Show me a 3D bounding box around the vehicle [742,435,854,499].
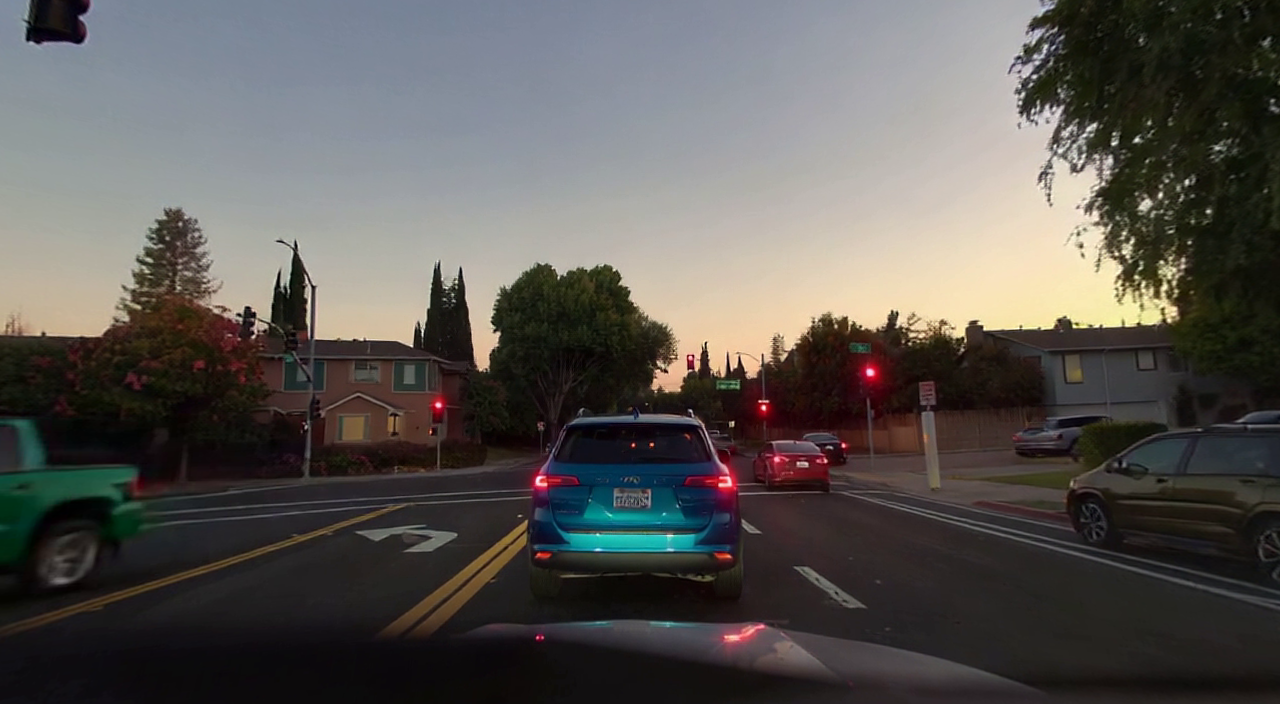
[{"bbox_3d":[4.220,3.145,17.729,2.077,1.527,4.755,0,-8,2],"label":"vehicle"}]

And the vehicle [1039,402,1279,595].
[{"bbox_3d":[7.016,1.537,7.045,1.989,1.791,4.735,0,-8,0],"label":"vehicle"}]

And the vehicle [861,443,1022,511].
[{"bbox_3d":[7.275,3.014,15.821,1.860,1.436,4.479,0,-8,0],"label":"vehicle"}]

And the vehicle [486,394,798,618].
[{"bbox_3d":[0.044,1.477,6.979,2.322,1.667,4.367,0,-8,1],"label":"vehicle"}]

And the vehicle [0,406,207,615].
[{"bbox_3d":[-6.635,1.369,5.382,2.059,1.797,4.824,-1,-8,6],"label":"vehicle"}]
